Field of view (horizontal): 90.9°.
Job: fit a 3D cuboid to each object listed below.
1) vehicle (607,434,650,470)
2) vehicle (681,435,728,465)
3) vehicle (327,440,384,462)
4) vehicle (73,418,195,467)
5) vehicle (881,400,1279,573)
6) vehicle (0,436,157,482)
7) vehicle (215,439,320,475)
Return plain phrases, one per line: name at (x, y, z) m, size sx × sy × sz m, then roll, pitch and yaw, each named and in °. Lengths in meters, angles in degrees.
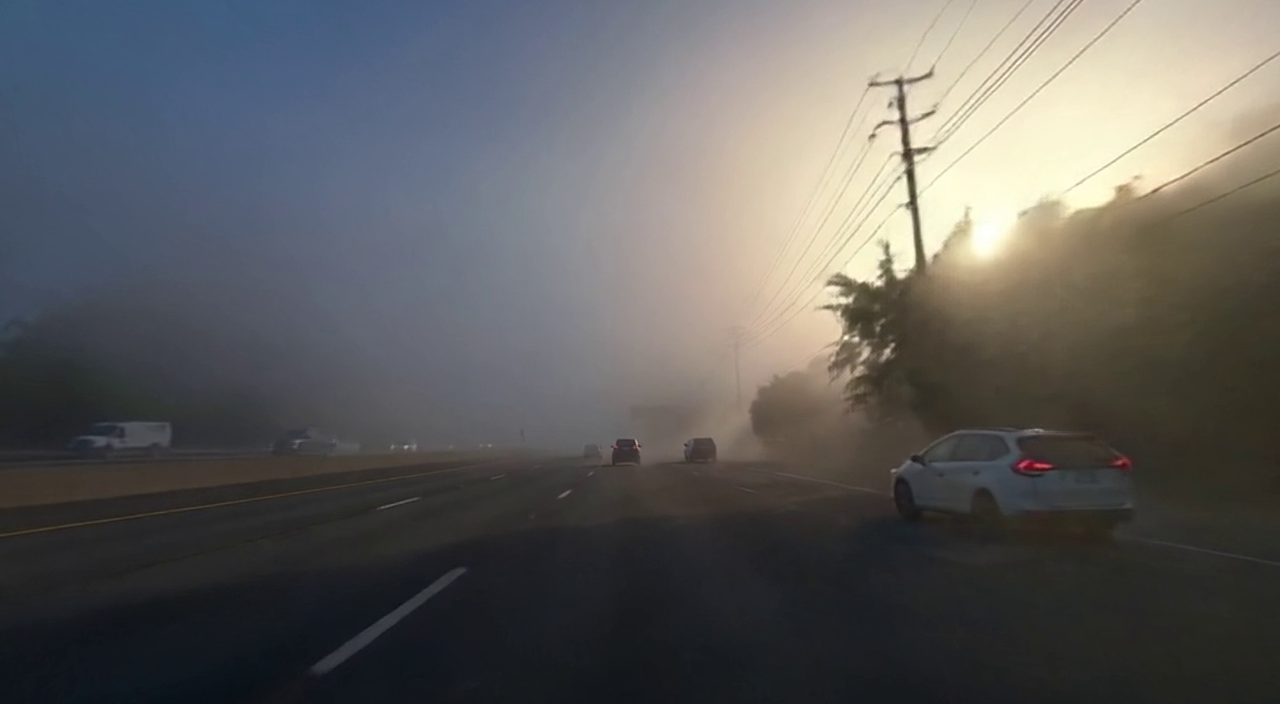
vehicle at (-0.680, 5.430, 34.412) m, size 2.192 × 1.769 × 4.287 m, roll 0°, pitch -8°, yaw -2°
vehicle at (3.929, 6.096, 39.417) m, size 2.099 × 1.720 × 4.829 m, roll 0°, pitch -8°, yaw -4°
vehicle at (-20.954, 7.328, 46.678) m, size 1.881 × 1.516 × 5.010 m, roll 0°, pitch -8°, yaw 0°
vehicle at (-27.613, 4.965, 34.728) m, size 2.283 × 2.462 × 5.387 m, roll 0°, pitch -8°, yaw -2°
vehicle at (5.449, 1.696, 8.777) m, size 2.102 × 1.723 × 4.745 m, roll 0°, pitch -8°, yaw -3°
vehicle at (-20.520, 3.873, 23.138) m, size 1.888 × 1.487 × 4.730 m, roll 0°, pitch -8°, yaw -1°
vehicle at (-16.456, 4.640, 28.163) m, size 1.902 × 1.437 × 4.601 m, roll 0°, pitch -8°, yaw 0°
